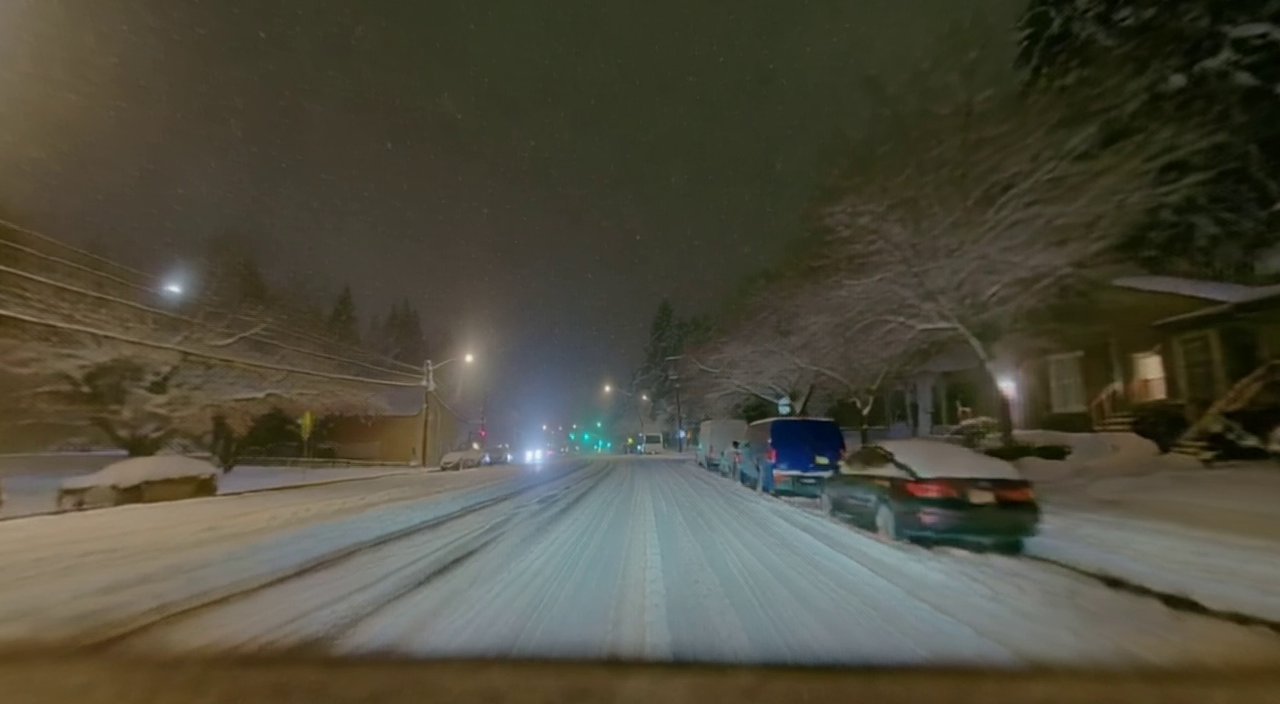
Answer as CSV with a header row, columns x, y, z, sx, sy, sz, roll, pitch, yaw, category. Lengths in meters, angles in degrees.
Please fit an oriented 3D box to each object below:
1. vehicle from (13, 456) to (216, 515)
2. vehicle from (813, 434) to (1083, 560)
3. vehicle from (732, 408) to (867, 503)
x,y,z,sx,sy,sz,roll,pitch,yaw,category
-15.289,3.855,18.704,1.944,1.454,4.581,0,-9,2,vehicle
4.205,2.037,9.611,1.804,1.432,4.594,0,-9,0,vehicle
4.105,2.827,17.475,2.293,2.171,5.871,0,-9,1,vehicle
